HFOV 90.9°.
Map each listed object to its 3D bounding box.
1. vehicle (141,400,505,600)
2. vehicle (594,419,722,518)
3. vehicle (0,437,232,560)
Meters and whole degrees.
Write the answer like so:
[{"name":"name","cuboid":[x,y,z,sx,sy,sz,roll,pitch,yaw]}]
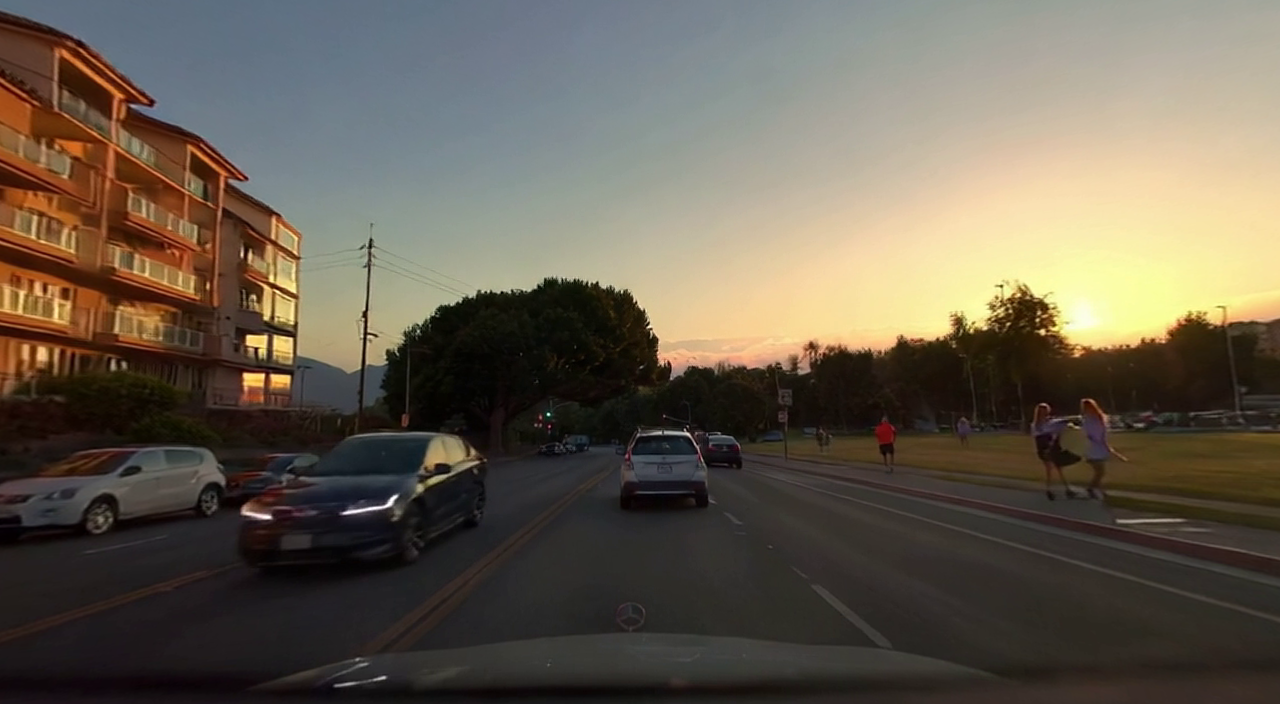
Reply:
[{"name":"vehicle","cuboid":[-3.225,1.606,7.733,2.086,1.702,4.451,-1,-8,1]},{"name":"vehicle","cuboid":[0.274,2.221,12.465,2.132,1.632,3.838,0,-8,-1]},{"name":"vehicle","cuboid":[-10.404,2.596,12.098,1.940,1.816,4.721,-1,-7,0]}]
